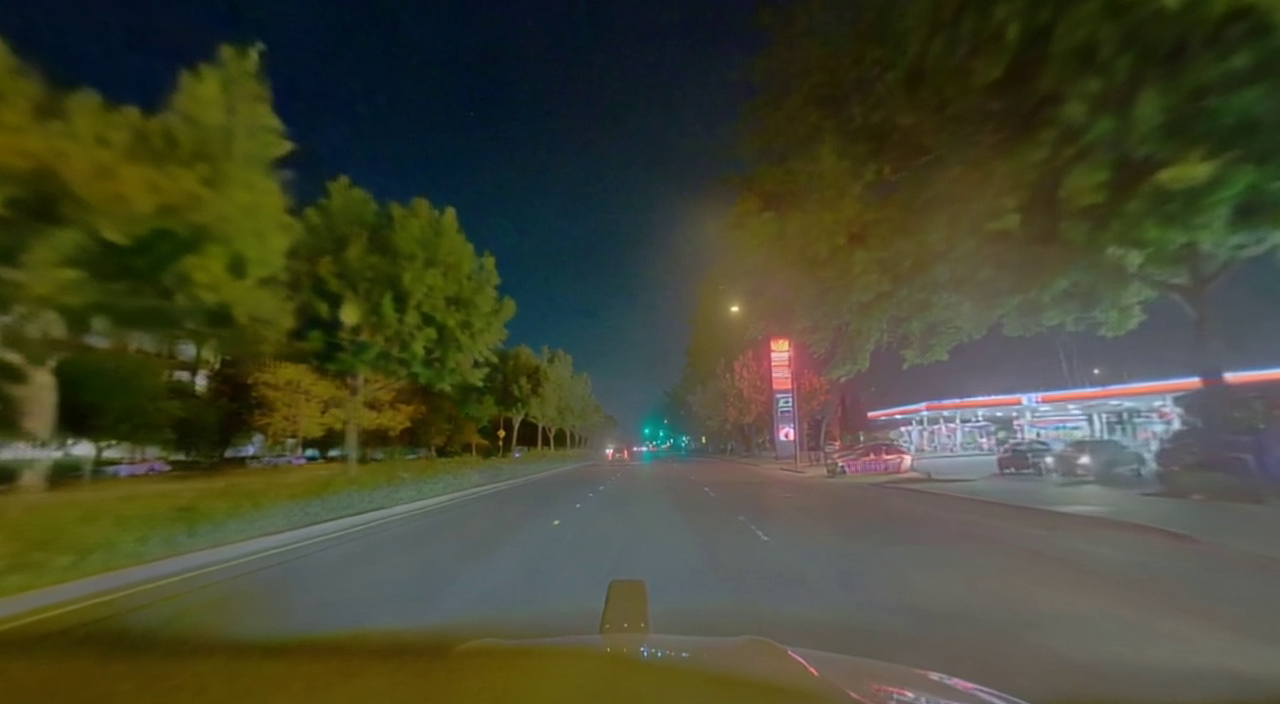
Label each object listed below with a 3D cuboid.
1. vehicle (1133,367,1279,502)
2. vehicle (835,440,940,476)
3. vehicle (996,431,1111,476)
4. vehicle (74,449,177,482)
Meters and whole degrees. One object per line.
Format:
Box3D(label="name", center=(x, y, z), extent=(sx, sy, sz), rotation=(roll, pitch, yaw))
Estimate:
Box3D(label="vehicle", center=(14.984, 1.826, 14.129), extent=(5.820, 2.752, 2.234), rotation=(0, -8, -1))
Box3D(label="vehicle", center=(12.042, 5.133, 30.780), extent=(4.359, 1.656, 1.894), rotation=(1, -9, -11))
Box3D(label="vehicle", center=(17.174, 4.206, 26.438), extent=(1.806, 1.721, 3.978), rotation=(0, -8, -7))
Box3D(label="vehicle", center=(-31.179, 6.885, 38.446), extent=(2.059, 1.782, 5.016), rotation=(1, -8, -1))
